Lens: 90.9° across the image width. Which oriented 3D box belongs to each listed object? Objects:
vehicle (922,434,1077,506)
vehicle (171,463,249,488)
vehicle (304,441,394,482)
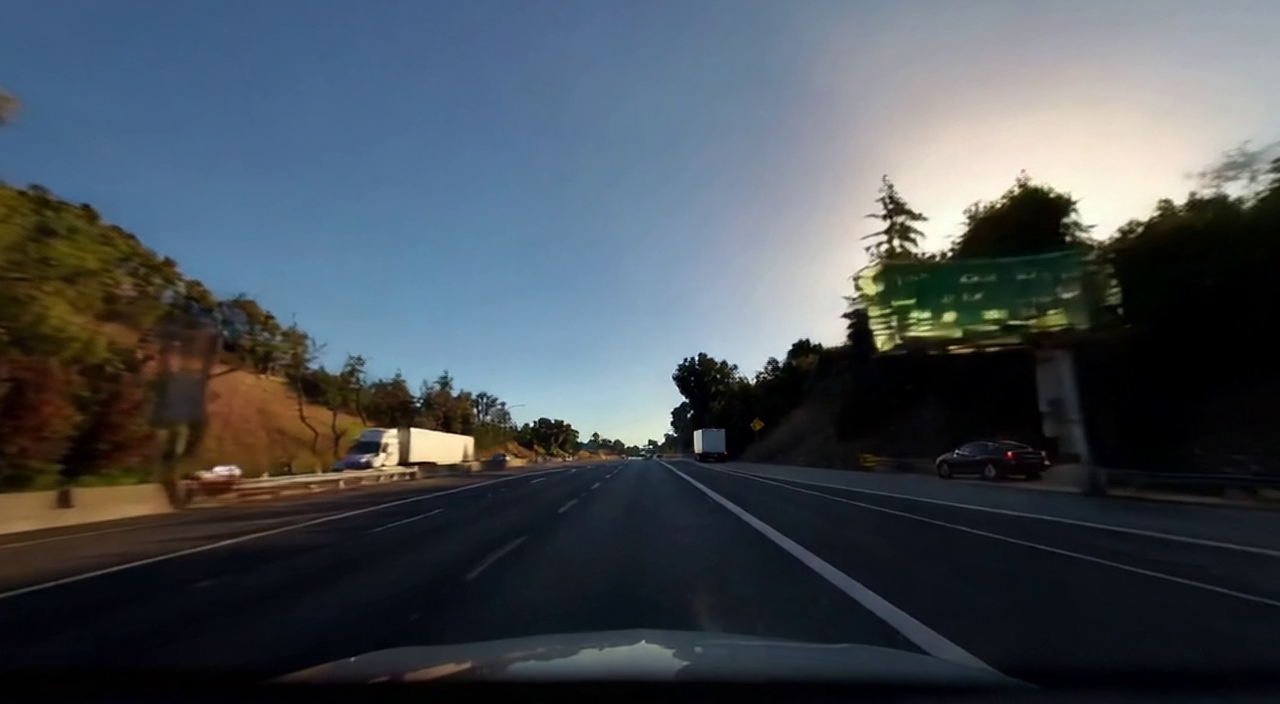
[{"bbox_3d":[10.157,3.340,18.200,2.038,1.823,3.744,1,-9,-4],"label":"vehicle"},{"bbox_3d":[-27.989,8.043,41.220,2.002,1.460,4.306,0,-9,1],"label":"vehicle"},{"bbox_3d":[-16.113,6.099,35.245,2.541,2.093,4.941,0,-9,1],"label":"vehicle"}]
